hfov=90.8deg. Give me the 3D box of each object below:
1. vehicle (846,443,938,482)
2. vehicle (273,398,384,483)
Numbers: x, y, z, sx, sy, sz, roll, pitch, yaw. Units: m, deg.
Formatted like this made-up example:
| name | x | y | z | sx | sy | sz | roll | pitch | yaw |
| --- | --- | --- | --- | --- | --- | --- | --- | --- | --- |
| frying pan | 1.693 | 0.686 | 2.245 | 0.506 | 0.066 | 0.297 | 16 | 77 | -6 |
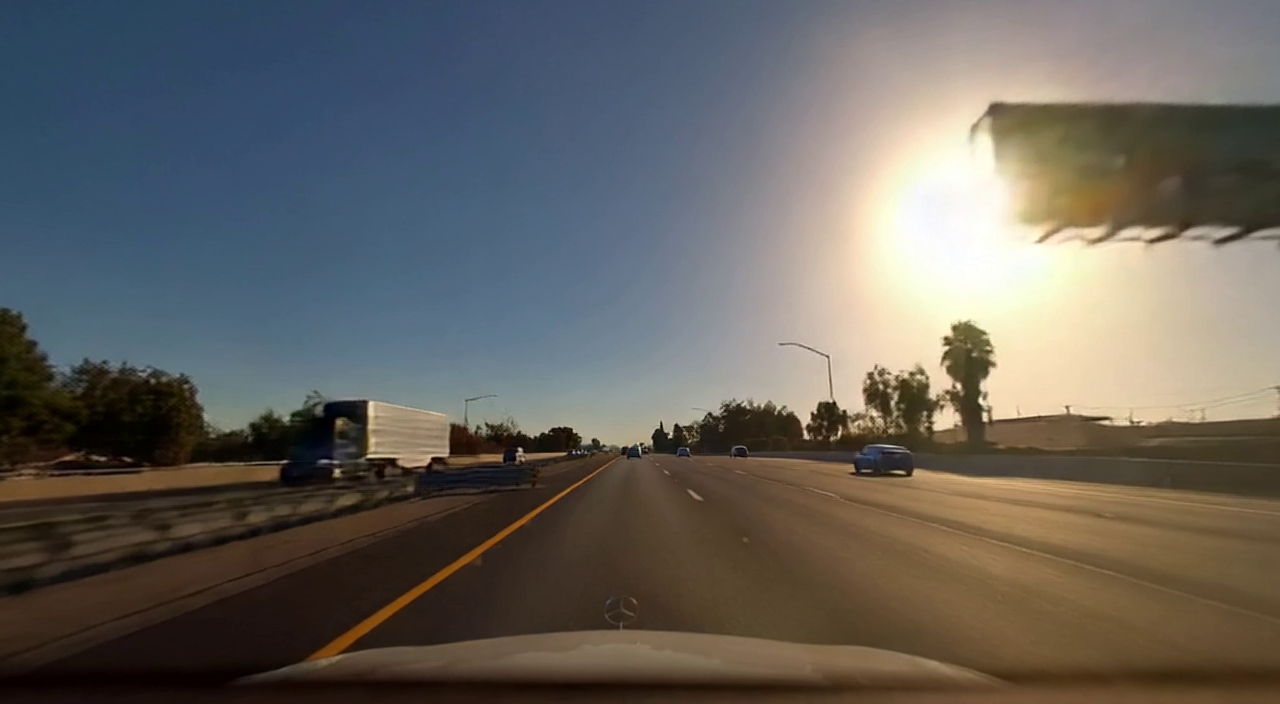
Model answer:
| name | x | y | z | sx | sy | sz | roll | pitch | yaw |
| --- | --- | --- | --- | --- | --- | --- | --- | --- | --- |
| vehicle | 10.650 | 4.668 | 27.127 | 2.024 | 1.481 | 4.747 | 0 | -8 | 0 |
| vehicle | -17.651 | 5.071 | 36.408 | 3.002 | 4.461 | 6.338 | 0 | -8 | 0 |
